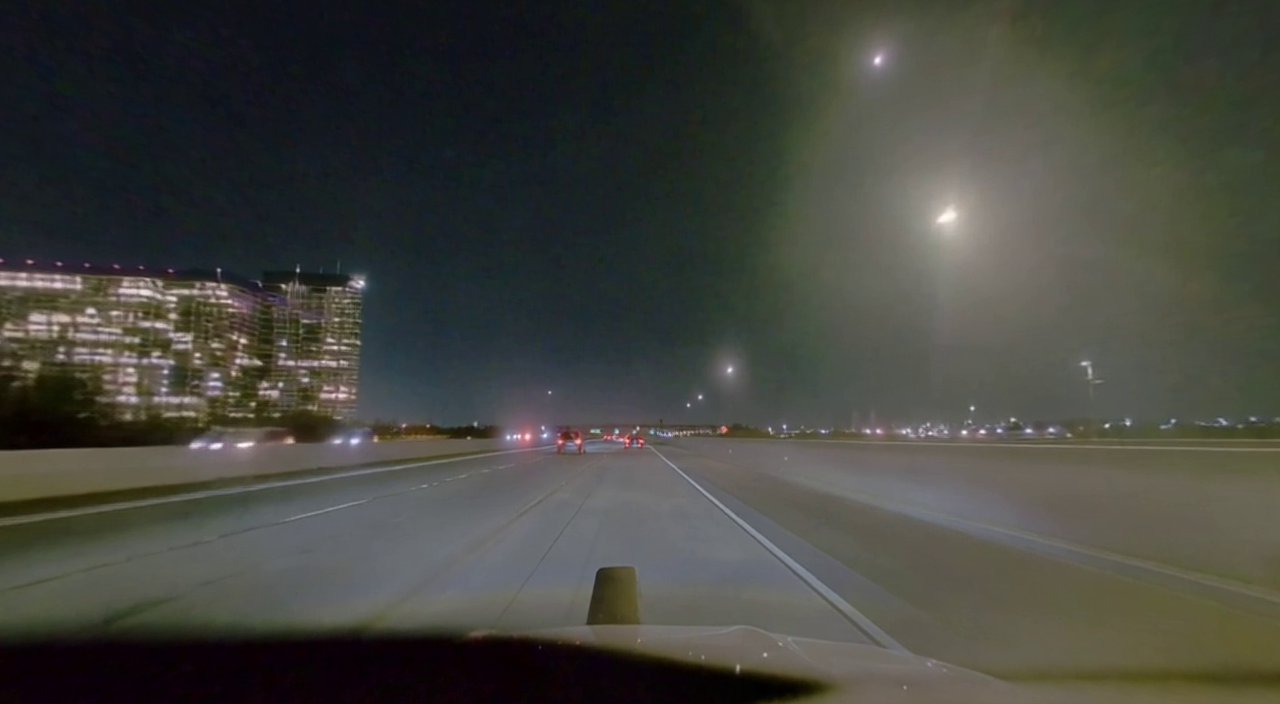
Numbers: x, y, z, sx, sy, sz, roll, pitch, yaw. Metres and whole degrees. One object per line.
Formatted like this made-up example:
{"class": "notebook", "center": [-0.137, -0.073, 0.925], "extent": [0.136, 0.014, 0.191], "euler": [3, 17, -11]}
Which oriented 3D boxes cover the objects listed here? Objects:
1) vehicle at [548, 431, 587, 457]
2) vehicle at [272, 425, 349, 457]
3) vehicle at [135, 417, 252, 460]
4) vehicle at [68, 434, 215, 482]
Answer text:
{"class": "vehicle", "center": [-4.667, 6.008, 41.284], "extent": [2.036, 1.612, 4.510], "euler": [0, -8, 0]}
{"class": "vehicle", "center": [-20.515, 5.595, 39.436], "extent": [2.069, 1.850, 4.939], "euler": [0, -8, 1]}
{"class": "vehicle", "center": [-24.957, 4.883, 35.519], "extent": [2.318, 2.221, 5.792], "euler": [0, -8, 0]}
{"class": "vehicle", "center": [-16.673, 3.533, 21.316], "extent": [1.795, 1.441, 3.884], "euler": [0, -8, 0]}
